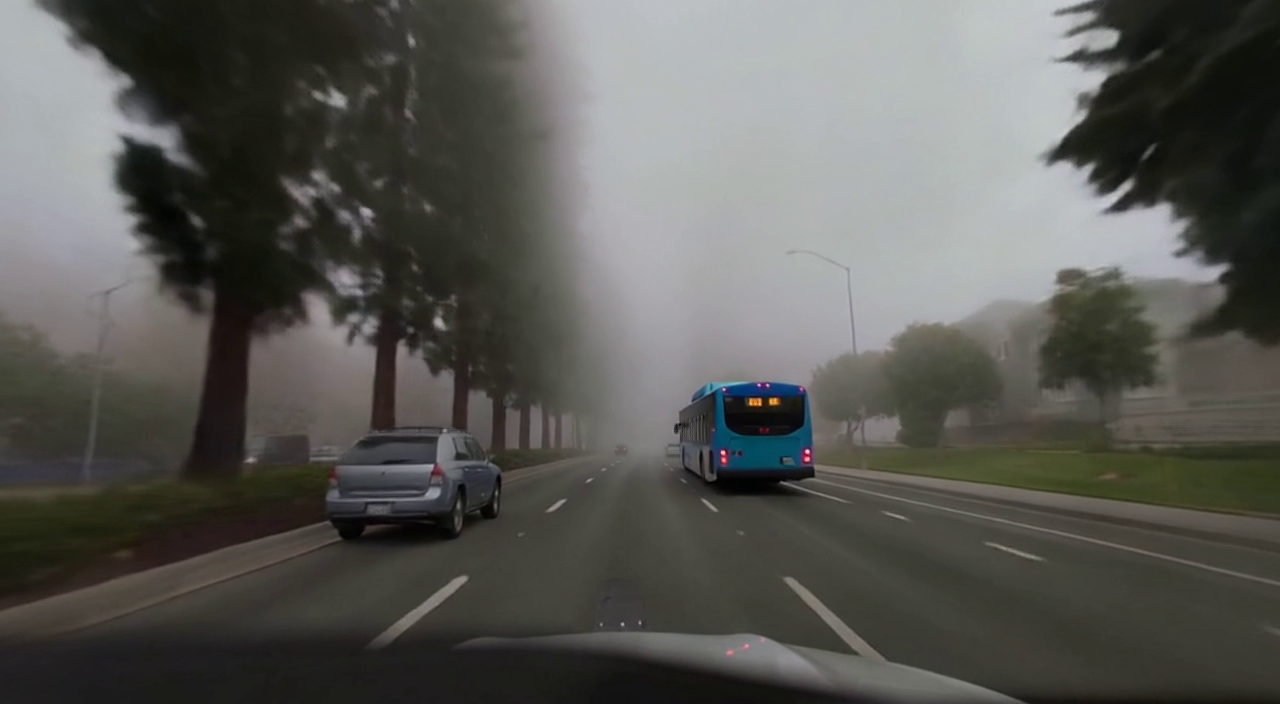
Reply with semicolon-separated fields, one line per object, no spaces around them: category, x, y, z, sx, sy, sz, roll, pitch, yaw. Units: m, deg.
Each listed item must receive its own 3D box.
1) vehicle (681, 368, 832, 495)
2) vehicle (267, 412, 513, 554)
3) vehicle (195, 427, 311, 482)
vehicle;3.449;2.958;22.764;3.072;3.278;12.747;1;-8;0
vehicle;-3.632;1.969;10.214;2.111;1.767;4.333;0;-8;1
vehicle;-22.199;5.876;36.461;2.593;2.836;6.122;0;-8;1
